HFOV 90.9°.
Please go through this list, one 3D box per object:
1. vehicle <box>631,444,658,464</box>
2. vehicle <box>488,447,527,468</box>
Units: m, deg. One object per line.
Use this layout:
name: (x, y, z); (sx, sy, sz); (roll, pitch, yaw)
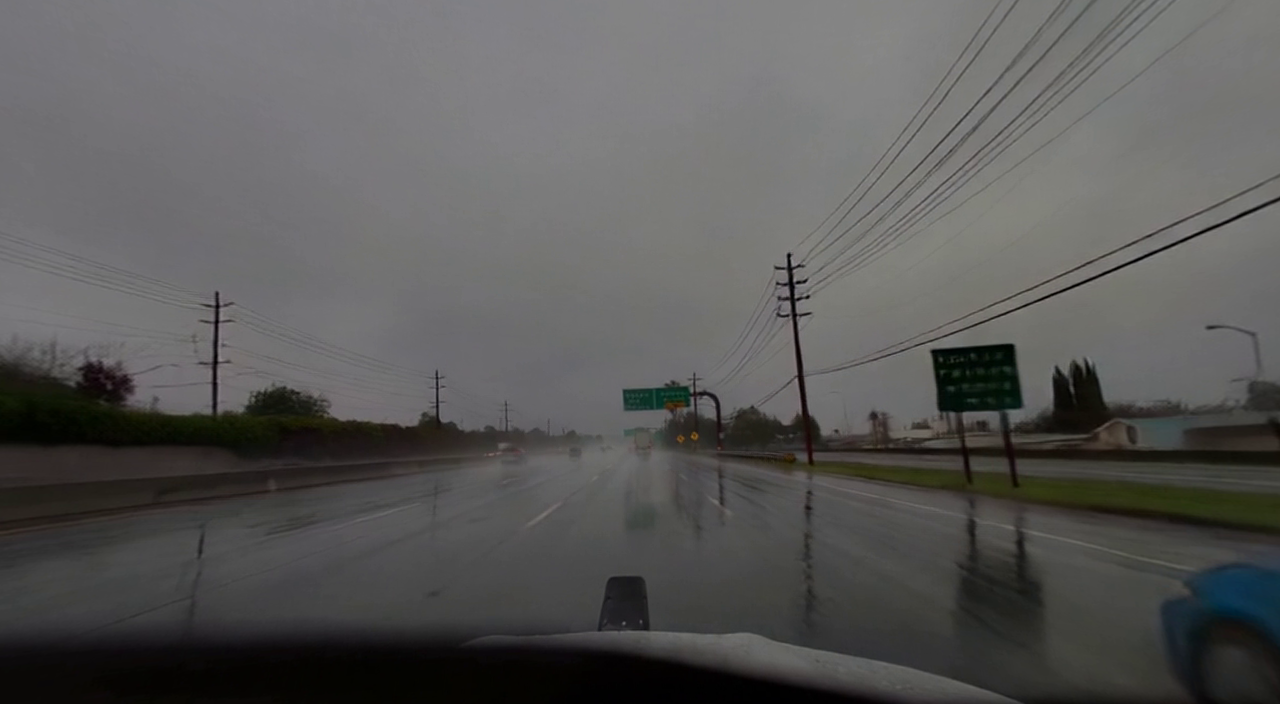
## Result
vehicle: (0.307, 7.893, 48.993); (2.036, 1.474, 3.969); (0, -8, 0)
vehicle: (-10.055, 8.046, 48.228); (1.947, 1.528, 4.355); (0, -8, 1)
